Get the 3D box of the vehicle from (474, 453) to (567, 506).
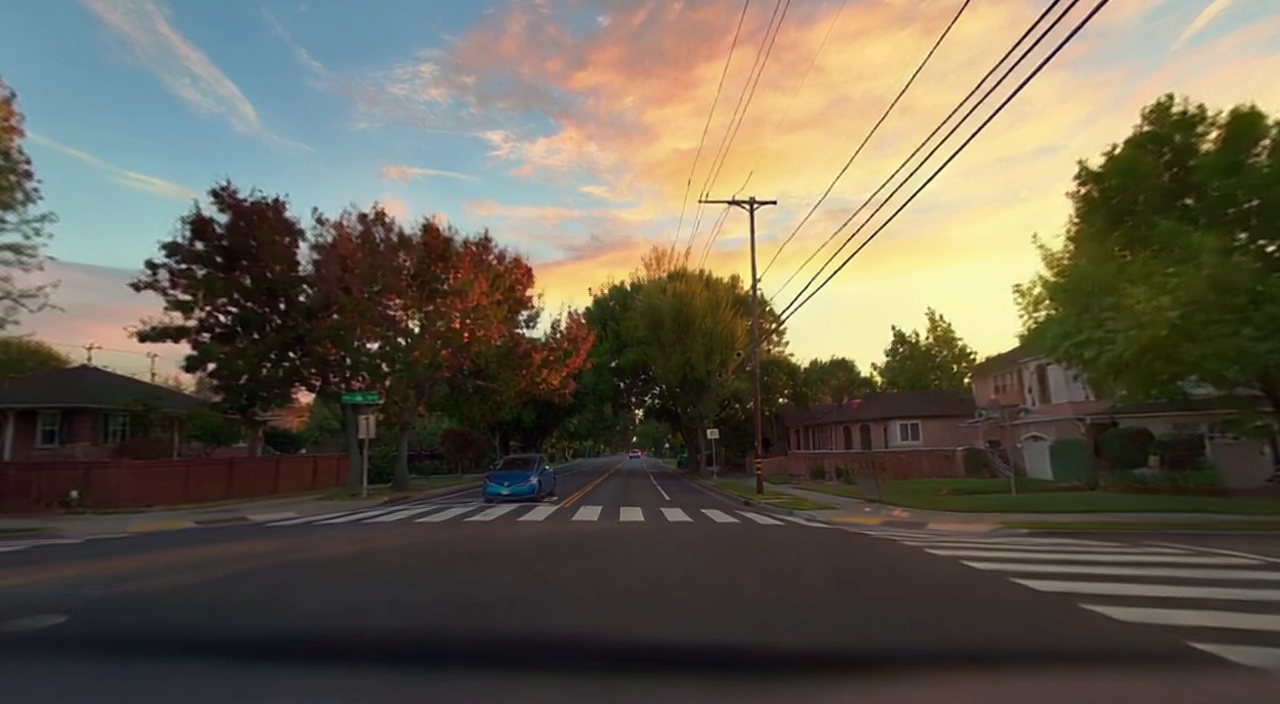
[{"bbox_3d":[-3.639,3.958,20.074,2.102,1.463,4.024,0,-9,1],"label":"vehicle"}]
